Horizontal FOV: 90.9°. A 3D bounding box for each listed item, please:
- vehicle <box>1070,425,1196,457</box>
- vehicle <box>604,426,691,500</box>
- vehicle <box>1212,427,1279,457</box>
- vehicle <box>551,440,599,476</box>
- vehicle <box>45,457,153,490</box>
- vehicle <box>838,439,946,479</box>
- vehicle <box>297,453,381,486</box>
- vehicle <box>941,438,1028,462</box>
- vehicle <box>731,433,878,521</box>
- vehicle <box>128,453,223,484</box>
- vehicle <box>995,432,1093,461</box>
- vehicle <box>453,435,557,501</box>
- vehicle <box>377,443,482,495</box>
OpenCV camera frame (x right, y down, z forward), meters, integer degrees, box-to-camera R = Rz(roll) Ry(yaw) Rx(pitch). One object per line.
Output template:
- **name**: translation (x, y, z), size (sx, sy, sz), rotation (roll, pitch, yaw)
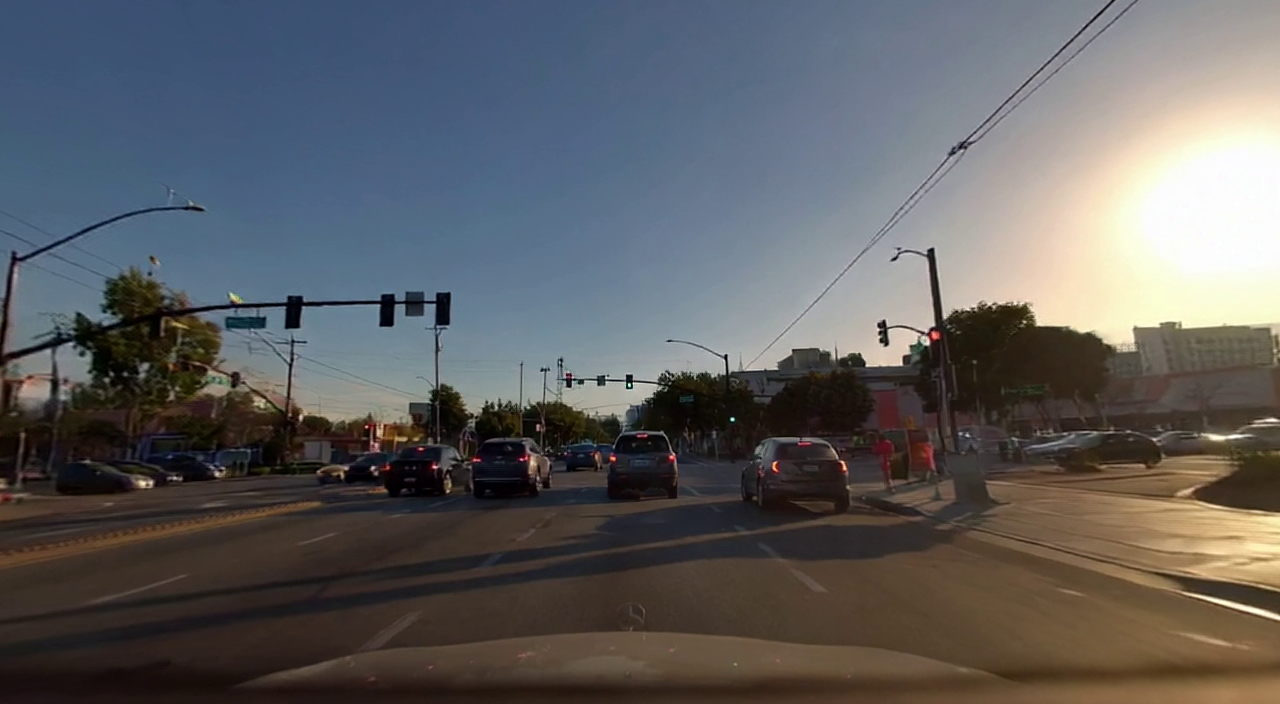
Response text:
- **vehicle**: translation (29.751, 5.425, 38.200), size (5.516, 1.780, 2.064), rotation (-2, -10, 9)
- **vehicle**: translation (0.213, 2.969, 17.246), size (2.075, 1.770, 4.018), rotation (0, -8, 1)
- **vehicle**: translation (36.973, 5.258, 36.939), size (4.409, 1.696, 2.180), rotation (-2, -9, 13)
- **vehicle**: translation (-3.151, 5.250, 31.360), size (1.894, 1.642, 3.861), rotation (0, -8, 1)
- **vehicle**: translation (-29.740, 6.639, 34.712), size (4.337, 1.690, 1.875), rotation (-1, -9, 5)
- **vehicle**: translation (10.211, 4.279, 25.420), size (4.566, 1.457, 1.986), rotation (7, -11, -39)
- **vehicle**: translation (-14.767, 5.762, 31.223), size (1.857, 1.440, 4.499), rotation (0, -9, 1)
- **vehicle**: translation (21.511, 6.154, 39.502), size (4.315, 1.461, 1.803), rotation (-1, -9, 6)
- **vehicle**: translation (3.151, 2.477, 13.076), size (2.030, 1.492, 4.383), rotation (0, -9, 2)
- **vehicle**: translation (-27.683, 6.934, 37.658), size (4.221, 1.703, 1.930), rotation (-1, -9, 4)
- **vehicle**: translation (23.086, 5.425, 36.159), size (4.236, 1.617, 1.832), rotation (-1, -9, 10)
- **vehicle**: translation (-3.642, 3.205, 17.827), size (1.886, 1.599, 4.247), rotation (0, -8, 1)
- **vehicle**: translation (-6.632, 3.704, 20.361), size (1.852, 1.495, 4.211), rotation (0, -9, 1)
